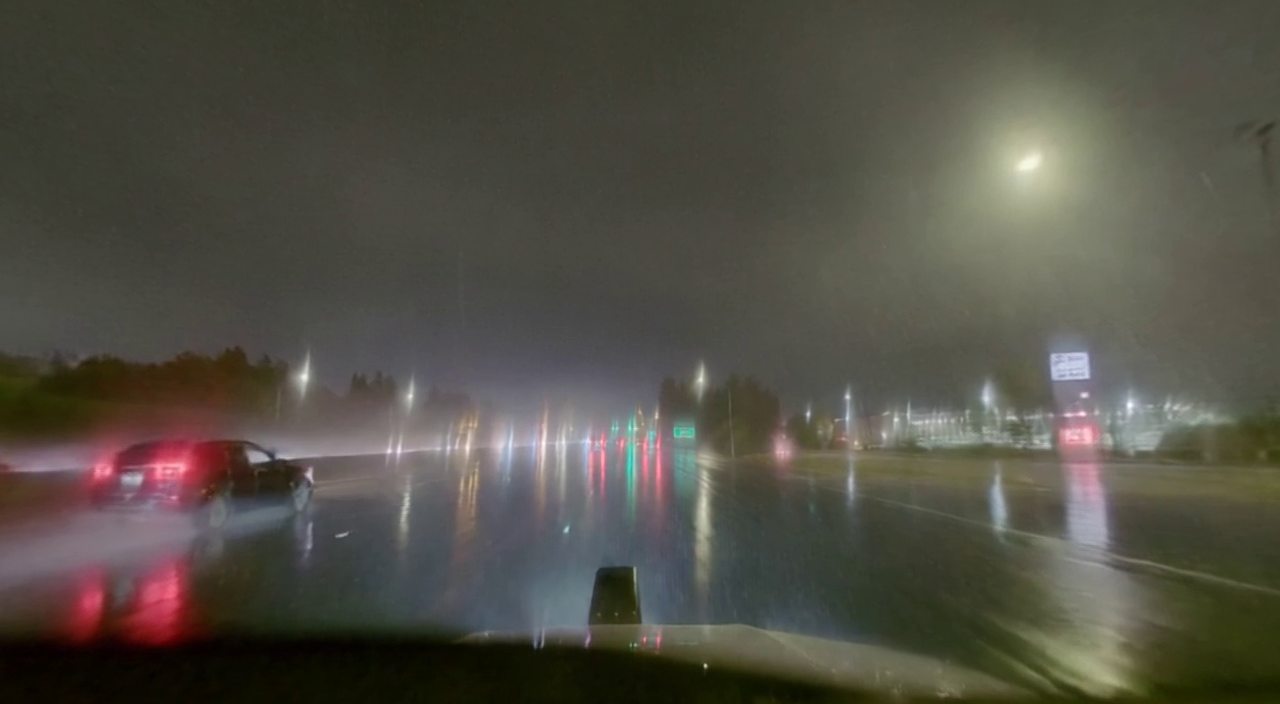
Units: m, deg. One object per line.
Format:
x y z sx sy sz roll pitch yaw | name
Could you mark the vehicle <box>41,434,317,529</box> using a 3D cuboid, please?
-8.599 2.428 12.483 2.060 1.507 4.494 0 -9 0 | vehicle
